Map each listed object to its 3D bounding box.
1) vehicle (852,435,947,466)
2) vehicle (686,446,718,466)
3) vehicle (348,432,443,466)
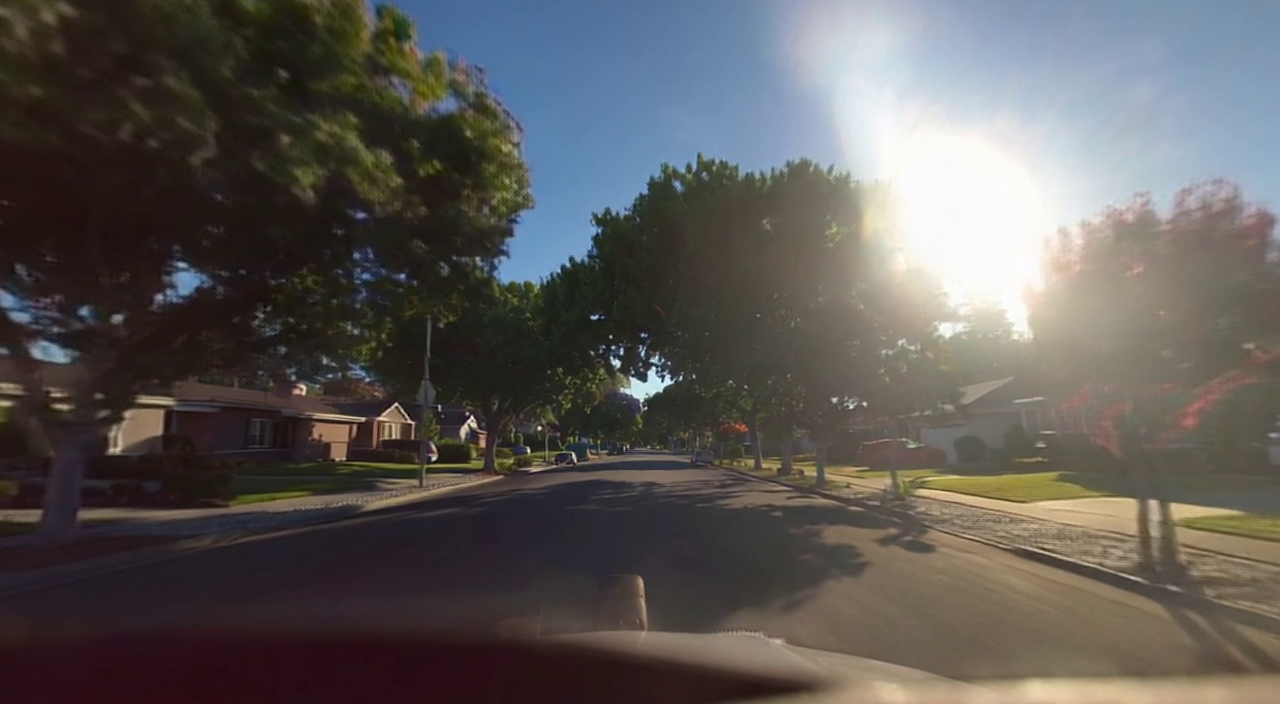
[{"bbox_3d":[14.197,5.363,34.674,4.391,1.555,1.953,1,-7,-12],"label":"vehicle"},{"bbox_3d":[4.647,7.865,47.807,1.893,1.454,4.219,0,-9,-1],"label":"vehicle"},{"bbox_3d":[-15.291,6.119,39.638,5.003,1.805,2.041,10,-13,-37],"label":"vehicle"}]
